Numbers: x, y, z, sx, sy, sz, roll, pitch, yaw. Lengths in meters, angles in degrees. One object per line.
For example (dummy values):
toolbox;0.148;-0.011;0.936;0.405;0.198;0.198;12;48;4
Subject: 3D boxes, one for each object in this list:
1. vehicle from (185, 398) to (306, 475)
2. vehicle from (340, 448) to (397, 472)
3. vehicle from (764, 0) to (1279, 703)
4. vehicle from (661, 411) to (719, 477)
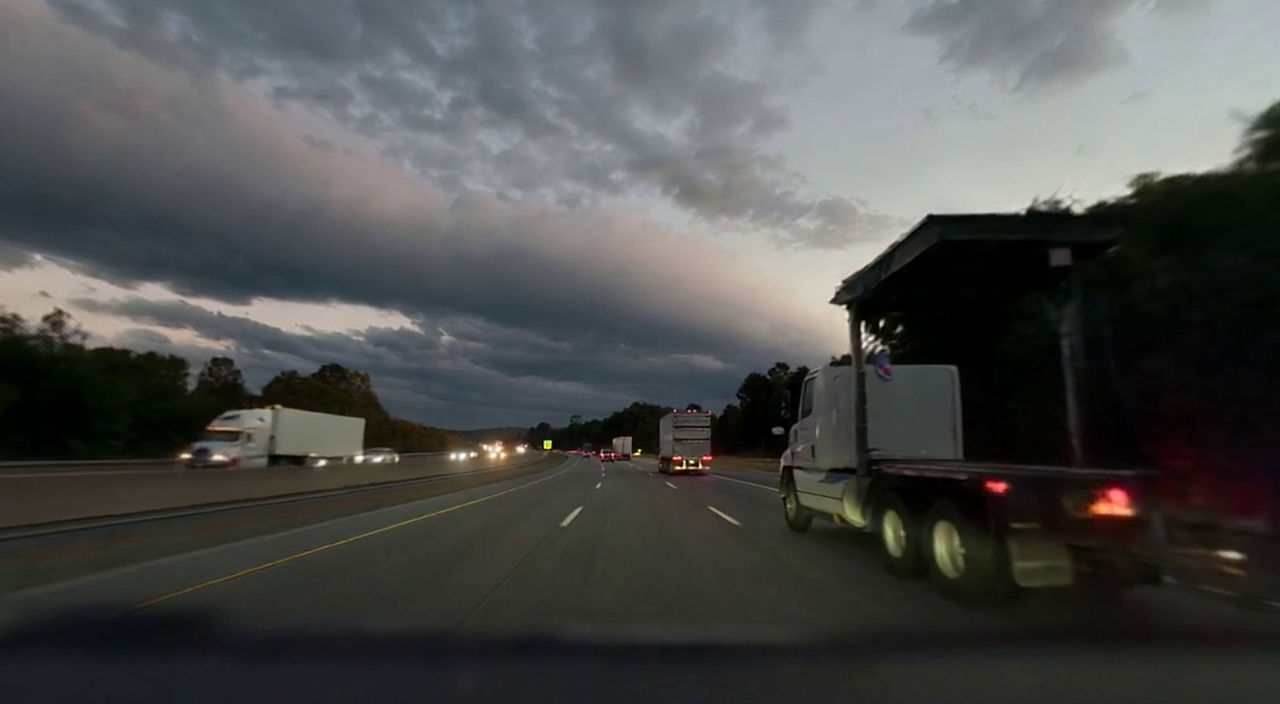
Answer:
vehicle;-22.223;4.856;36.041;3.018;4.008;5.908;0;-9;-2
vehicle;-17.992;7.175;42.049;1.863;1.512;4.682;0;-9;-1
vehicle;4.292;0.698;8.181;2.989;3.997;11.037;0;-9;-1
vehicle;3.194;6.258;42.767;2.826;4.035;8.369;0;-9;-3
